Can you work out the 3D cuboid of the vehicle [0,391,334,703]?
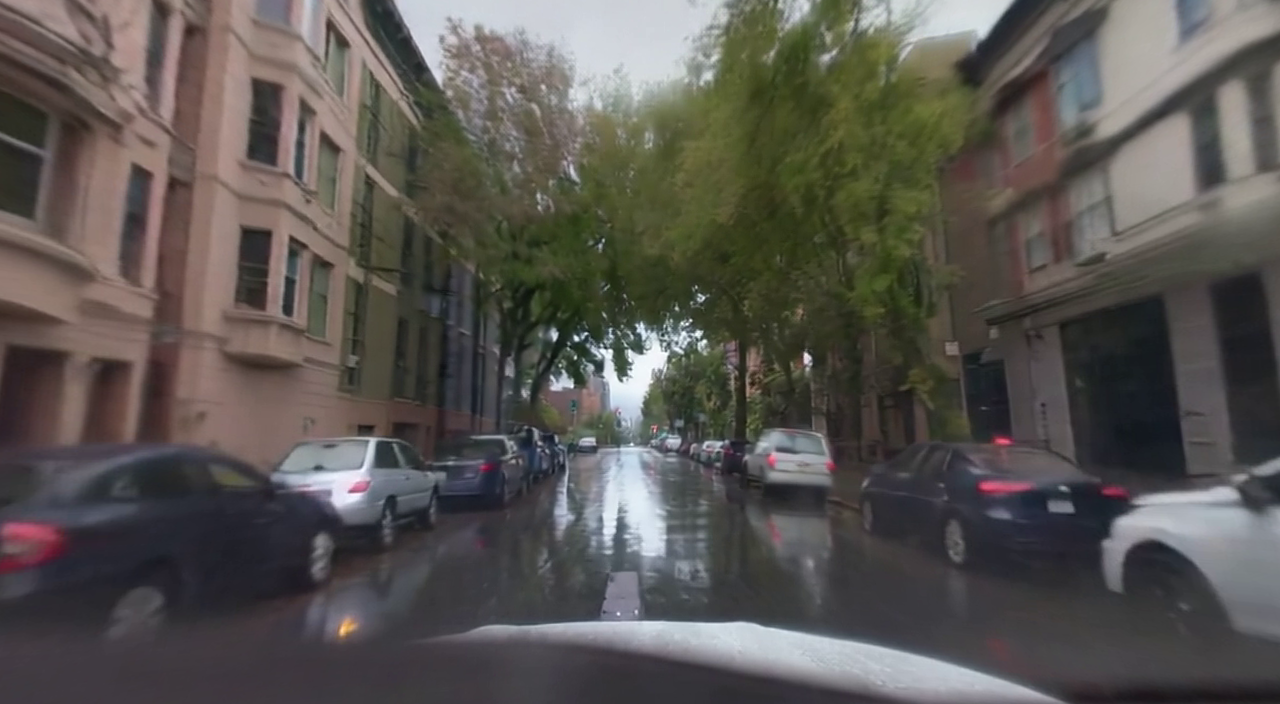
[{"bbox_3d":[-3.603,1.080,4.161,1.745,1.584,2.878,2,-3,-2],"label":"vehicle"}]

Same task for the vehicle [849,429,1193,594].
[{"bbox_3d":[3.963,1.649,7.382,1.718,1.427,3.585,0,-8,-1],"label":"vehicle"}]

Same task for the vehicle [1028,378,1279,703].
[{"bbox_3d":[3.846,0.859,2.408,1.842,1.589,4.216,0,-8,-3],"label":"vehicle"}]

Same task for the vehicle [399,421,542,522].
[{"bbox_3d":[-3.598,2.529,14.310,2.027,1.640,4.444,2,-3,-1],"label":"vehicle"}]

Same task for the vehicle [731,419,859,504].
[{"bbox_3d":[3.660,2.670,15.874,1.879,1.802,4.574,0,-8,-2],"label":"vehicle"}]
